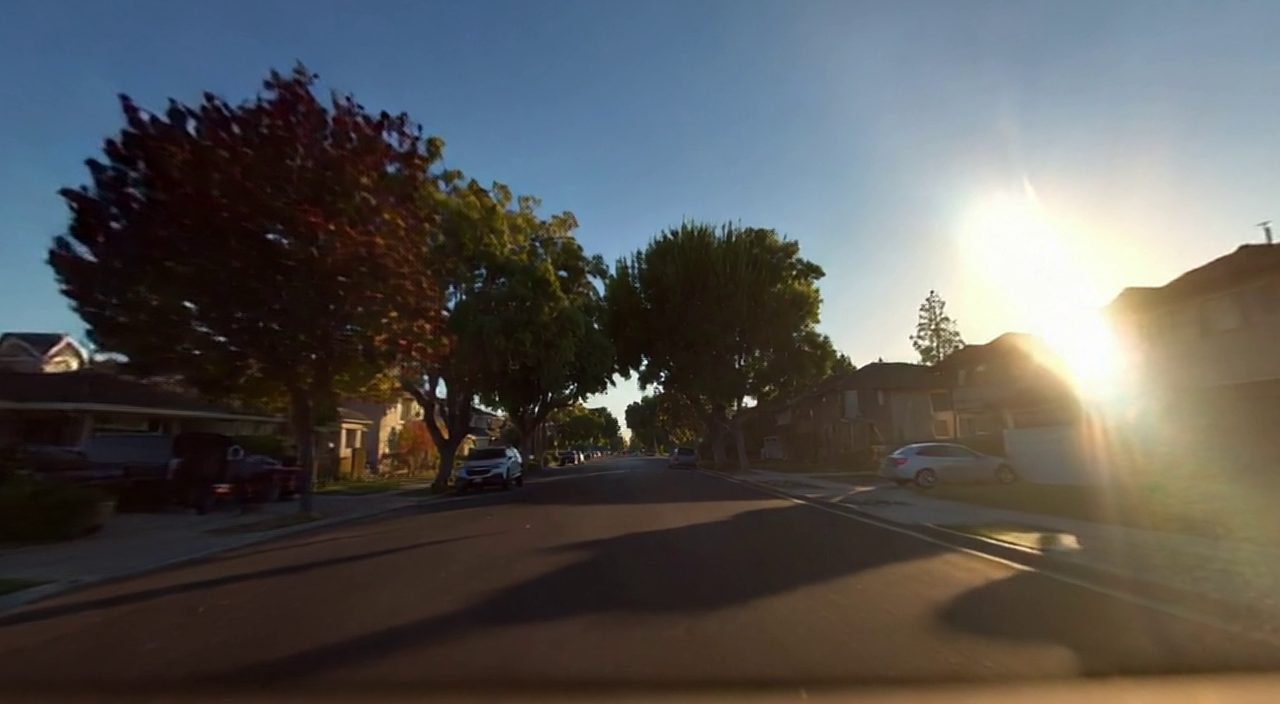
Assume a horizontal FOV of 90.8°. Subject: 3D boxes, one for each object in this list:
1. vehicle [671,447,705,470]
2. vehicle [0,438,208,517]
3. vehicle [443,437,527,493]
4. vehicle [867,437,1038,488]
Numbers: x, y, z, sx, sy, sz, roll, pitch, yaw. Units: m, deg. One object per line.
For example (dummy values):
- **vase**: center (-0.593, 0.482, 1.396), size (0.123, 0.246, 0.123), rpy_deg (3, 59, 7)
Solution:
- **vehicle**: center (3.458, 7.818, 46.567), size (1.996, 1.585, 4.371), rpy_deg (0, -9, -2)
- **vehicle**: center (-12.554, 2.629, 13.532), size (5.040, 1.541, 2.042), rpy_deg (0, -9, 0)
- **vehicle**: center (-6.000, 4.444, 25.226), size (2.341, 1.942, 5.044), rpy_deg (0, -9, -3)
- **vehicle**: center (9.989, 3.545, 20.435), size (4.497, 1.564, 1.948), rpy_deg (0, -9, -3)
